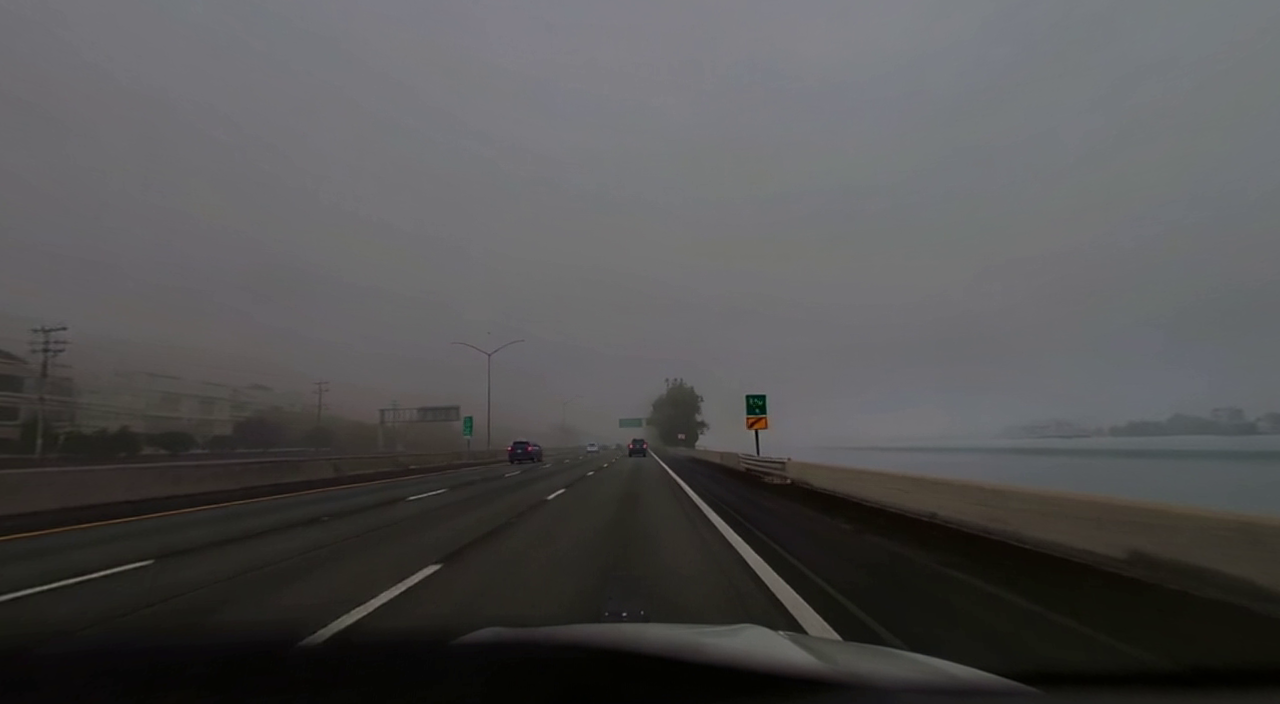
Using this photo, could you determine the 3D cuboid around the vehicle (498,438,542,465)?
[{"bbox_3d":[-7.348,6.118,38.978,1.946,1.590,4.042,0,-8,0],"label":"vehicle"}]
